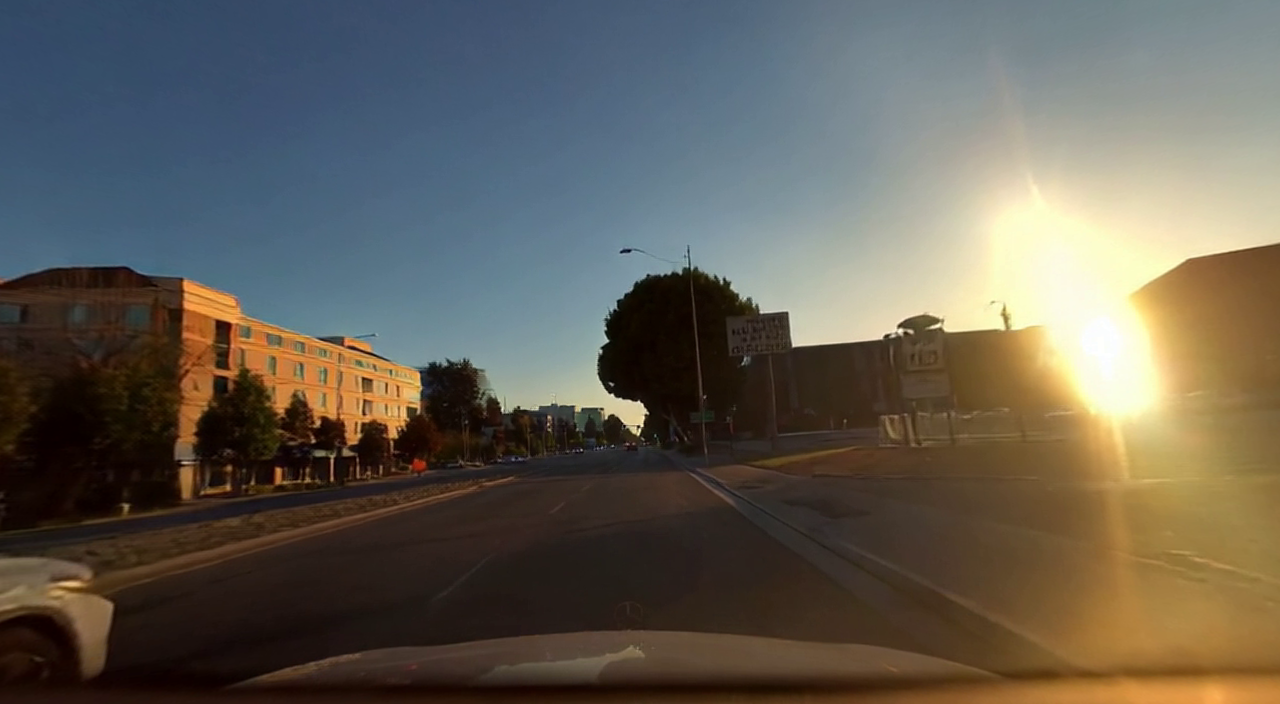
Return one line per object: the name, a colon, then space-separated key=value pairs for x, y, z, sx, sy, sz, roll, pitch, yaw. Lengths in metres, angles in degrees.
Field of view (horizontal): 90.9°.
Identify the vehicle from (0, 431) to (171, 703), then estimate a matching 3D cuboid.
vehicle: x=-3.678 y=0.873 z=1.183 sx=1.972 sy=1.490 sz=4.591 roll=0 pitch=-8 yaw=1
